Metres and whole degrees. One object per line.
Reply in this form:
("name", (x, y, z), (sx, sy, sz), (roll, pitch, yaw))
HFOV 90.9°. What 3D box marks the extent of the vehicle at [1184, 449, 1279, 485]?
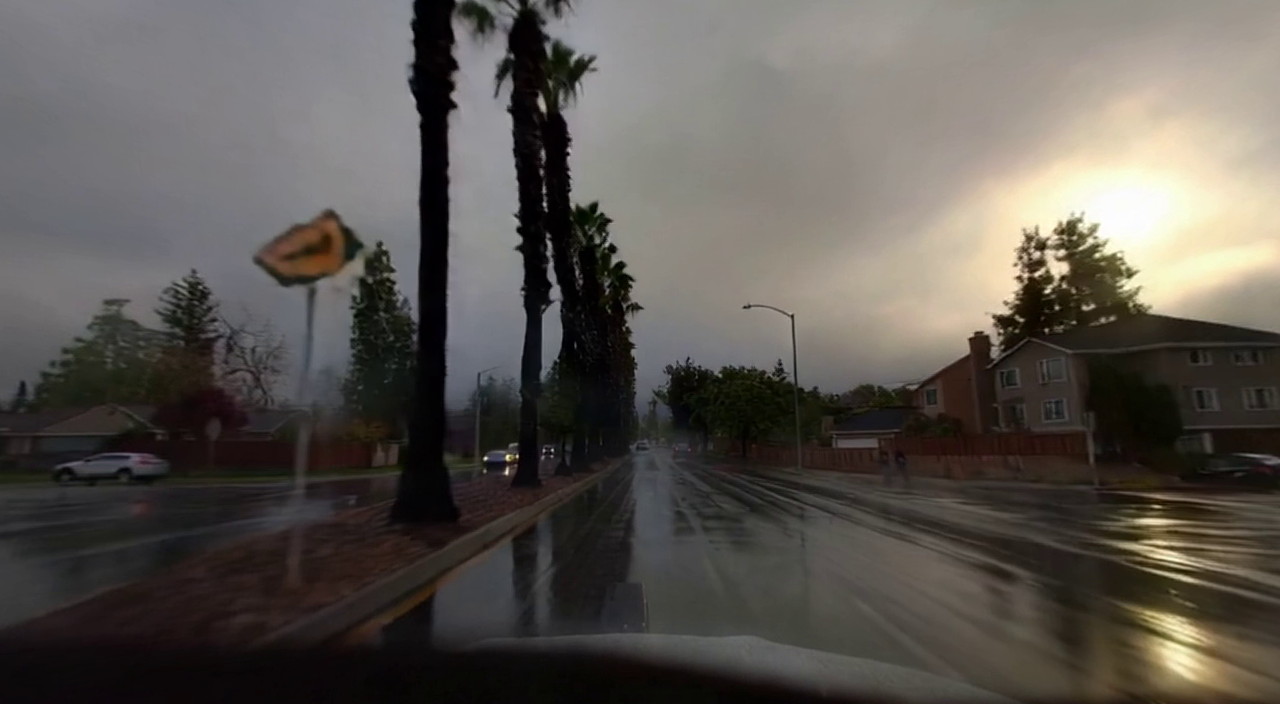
("vehicle", (28.042, 5.285, 29.237), (1.900, 1.503, 4.553), (-1, -8, 6))
